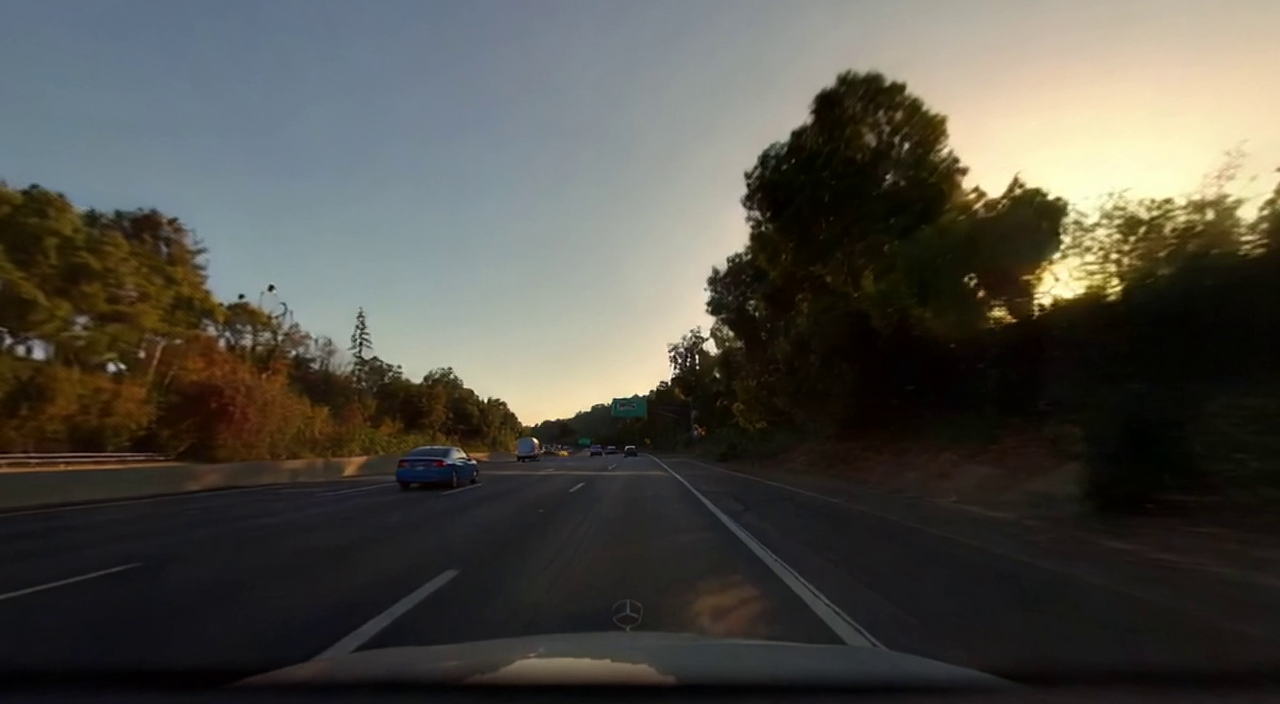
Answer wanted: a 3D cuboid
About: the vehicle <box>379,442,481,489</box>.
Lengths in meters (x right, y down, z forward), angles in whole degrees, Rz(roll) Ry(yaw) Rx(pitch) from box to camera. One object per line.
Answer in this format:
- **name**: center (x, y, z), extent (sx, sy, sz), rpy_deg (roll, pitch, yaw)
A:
- **vehicle**: center (-7.348, 4.010, 22.681), extent (1.981, 1.486, 4.735), rpy_deg (0, -8, 1)
